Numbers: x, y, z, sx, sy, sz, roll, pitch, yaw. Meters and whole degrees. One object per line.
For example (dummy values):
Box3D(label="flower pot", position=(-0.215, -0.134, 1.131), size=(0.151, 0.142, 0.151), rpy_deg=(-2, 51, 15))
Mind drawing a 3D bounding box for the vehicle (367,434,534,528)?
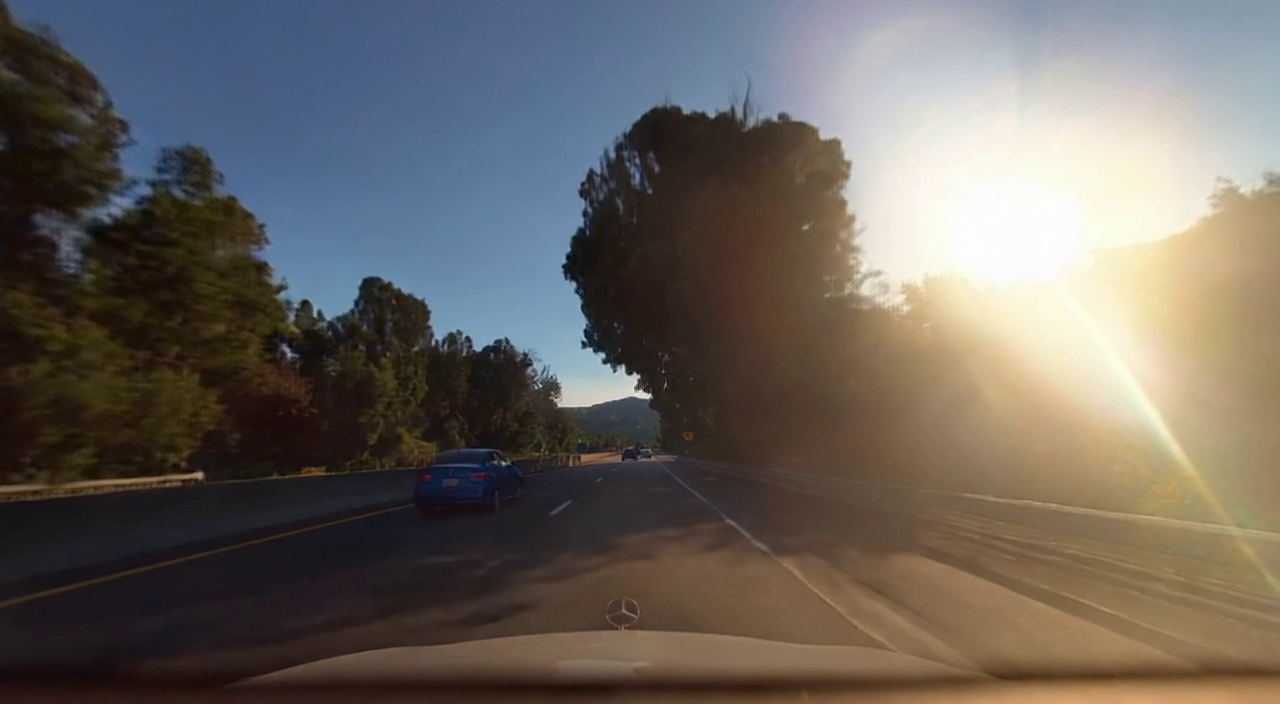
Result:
Box3D(label="vehicle", position=(-3.595, 2.525, 12.876), size=(2.088, 1.586, 4.000), rpy_deg=(0, -9, 1))

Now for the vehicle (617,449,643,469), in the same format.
Box3D(label="vehicle", position=(-0.724, 8.315, 49.244), size=(1.917, 1.450, 3.997), rpy_deg=(0, -9, 1))
